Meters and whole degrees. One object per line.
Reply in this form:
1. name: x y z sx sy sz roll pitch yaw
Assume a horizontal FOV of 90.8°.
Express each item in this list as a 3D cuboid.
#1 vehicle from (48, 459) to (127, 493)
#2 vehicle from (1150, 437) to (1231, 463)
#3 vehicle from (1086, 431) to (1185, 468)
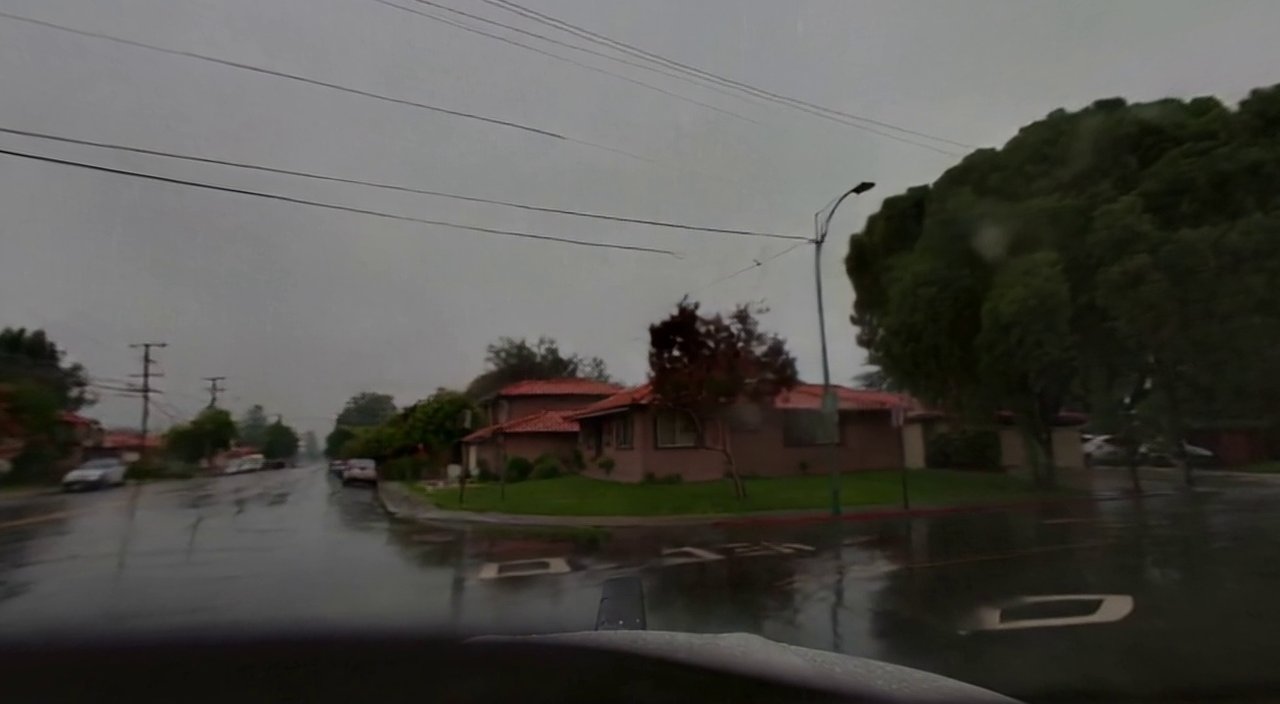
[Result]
1. vehicle: -28.448 6.347 32.697 2.036 1.546 4.705 5 -10 -29
2. vehicle: 40.229 7.158 46.149 5.099 1.746 2.139 3 -12 -22
3. vehicle: 28.797 5.696 36.703 5.161 1.829 2.034 6 -10 -21
